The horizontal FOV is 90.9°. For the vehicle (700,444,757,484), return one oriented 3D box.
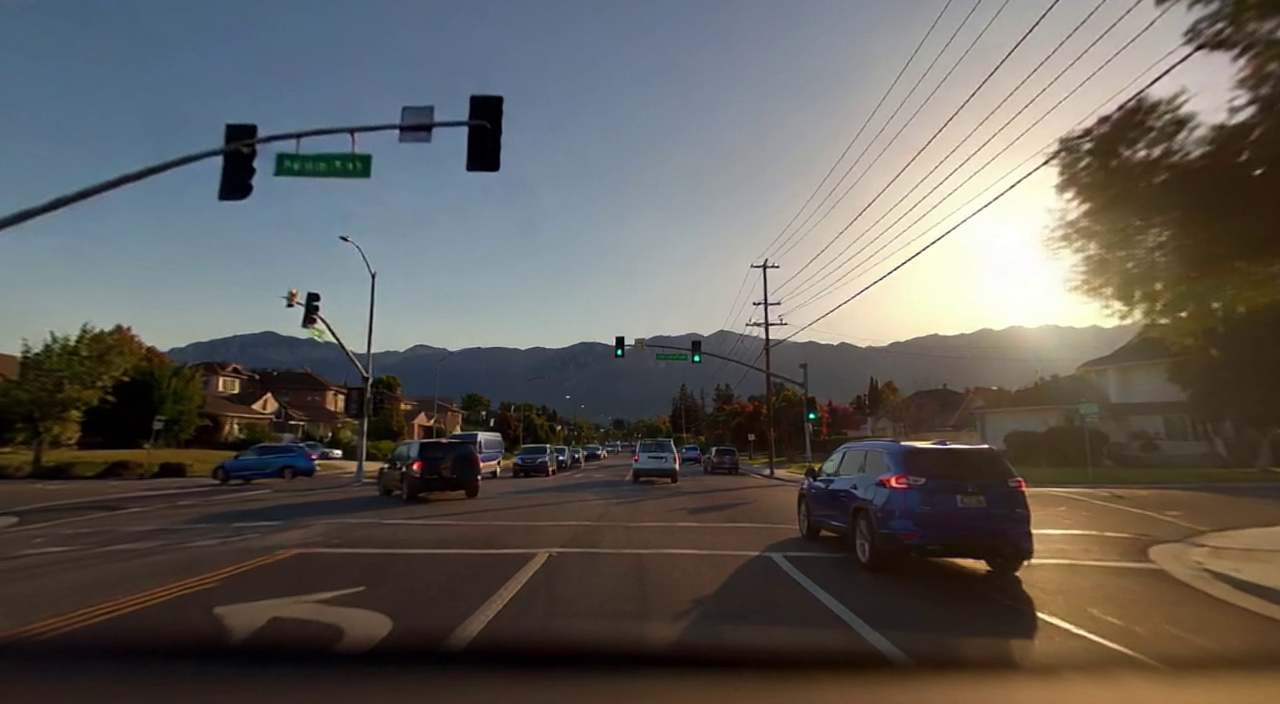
[{"bbox_3d":[3.915,5.023,28.638,1.957,1.646,4.355,0,-8,0],"label":"vehicle"}]

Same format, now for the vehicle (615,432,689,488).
[{"bbox_3d":[0.453,4.251,25.158,2.636,2.011,5.130,0,-8,0],"label":"vehicle"}]

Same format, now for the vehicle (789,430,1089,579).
[{"bbox_3d":[3.923,2.065,9.493,2.155,1.658,4.721,0,-8,0],"label":"vehicle"}]

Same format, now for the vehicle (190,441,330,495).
[{"bbox_3d":[-14.313,4.326,23.785,4.530,1.864,1.999,-3,-9,20],"label":"vehicle"}]

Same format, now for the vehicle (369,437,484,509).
[{"bbox_3d":[-6.157,3.324,17.869,2.059,1.749,4.458,5,-10,-31],"label":"vehicle"}]

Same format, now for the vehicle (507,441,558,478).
[{"bbox_3d":[-5.727,5.765,34.098,1.983,1.801,4.391,0,-8,0],"label":"vehicle"}]
